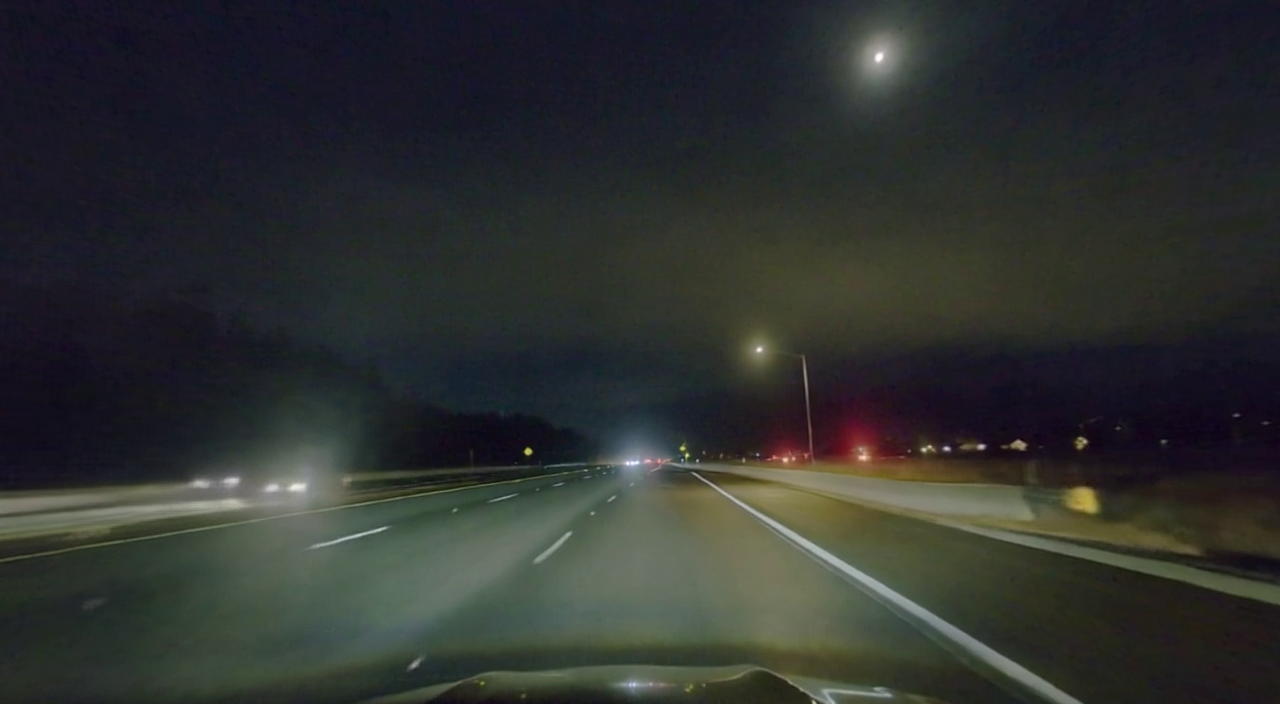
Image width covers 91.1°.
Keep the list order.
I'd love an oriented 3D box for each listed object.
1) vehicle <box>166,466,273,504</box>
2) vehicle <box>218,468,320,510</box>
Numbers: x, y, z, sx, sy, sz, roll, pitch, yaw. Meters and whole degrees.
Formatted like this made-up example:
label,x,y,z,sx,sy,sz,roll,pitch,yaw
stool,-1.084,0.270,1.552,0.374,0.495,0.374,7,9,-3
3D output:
label,x,y,z,sx,sy,sz,roll,pitch,yaw
vehicle,-19.456,6.154,29.343,1.875,1.522,4.191,-1,-9,3
vehicle,-14.990,5.539,25.667,1.755,1.458,3.716,-1,-9,3
